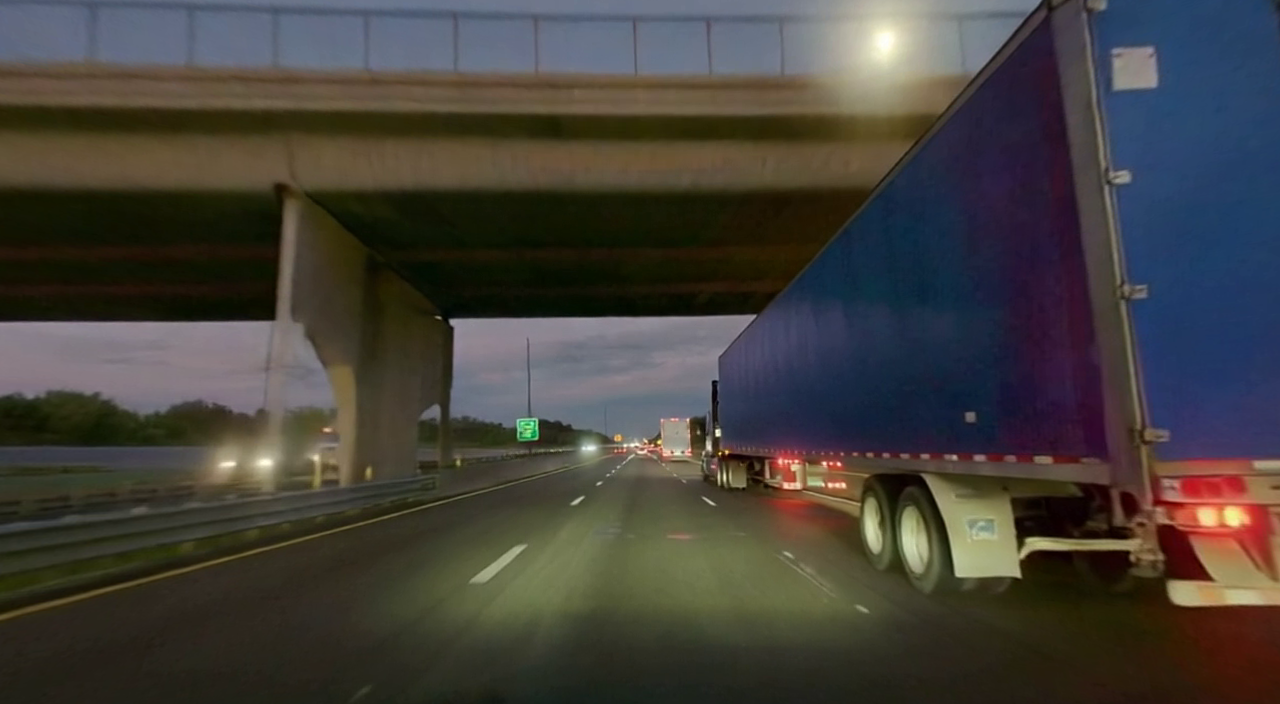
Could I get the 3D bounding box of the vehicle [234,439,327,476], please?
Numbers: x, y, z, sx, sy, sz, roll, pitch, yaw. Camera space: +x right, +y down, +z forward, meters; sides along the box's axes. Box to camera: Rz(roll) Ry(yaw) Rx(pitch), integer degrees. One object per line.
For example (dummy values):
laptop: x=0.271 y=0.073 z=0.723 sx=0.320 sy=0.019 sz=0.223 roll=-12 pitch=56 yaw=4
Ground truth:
vehicle: x=-18.779 y=5.530 z=33.213 sx=2.040 sy=1.755 sz=4.902 roll=0 pitch=-9 yaw=-1

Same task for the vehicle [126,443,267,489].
vehicle: x=-15.312 y=3.954 z=22.101 sx=1.865 sy=1.434 sz=4.197 roll=0 pitch=-9 yaw=0

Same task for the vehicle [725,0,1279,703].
vehicle: x=3.856 y=0.795 z=10.004 sx=2.825 sy=4.054 sz=14.210 roll=0 pitch=-9 yaw=-1
